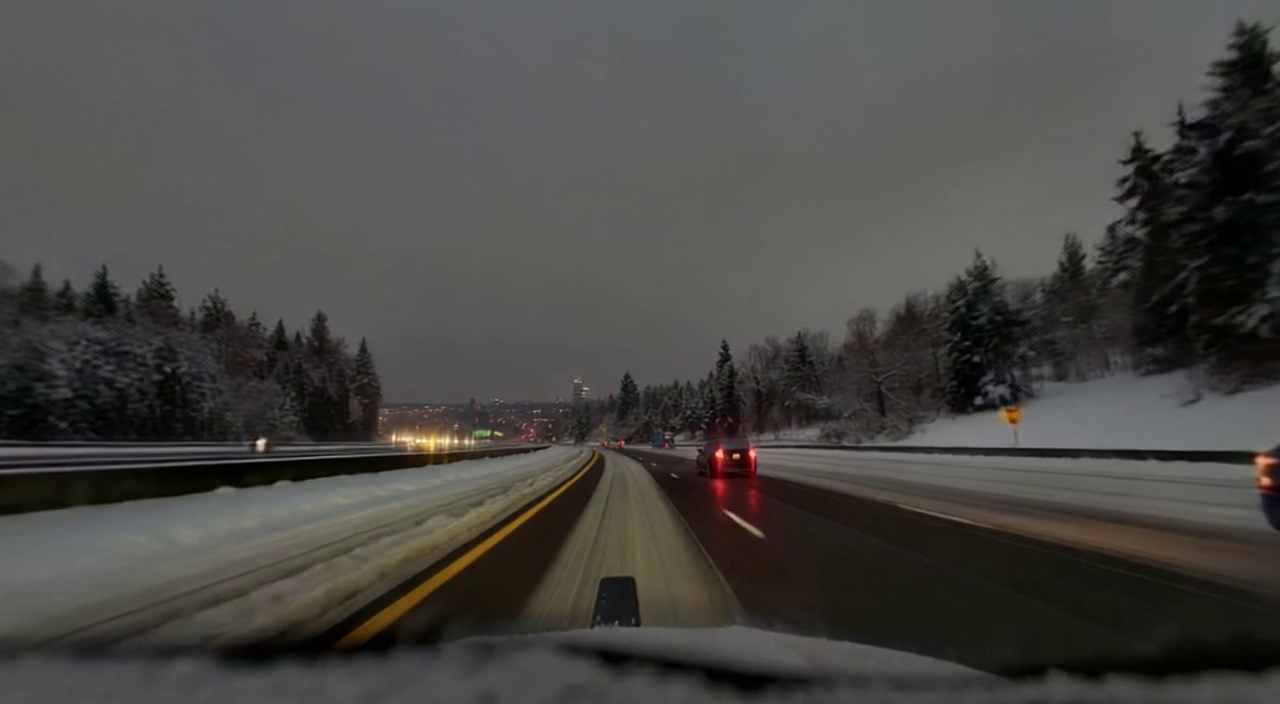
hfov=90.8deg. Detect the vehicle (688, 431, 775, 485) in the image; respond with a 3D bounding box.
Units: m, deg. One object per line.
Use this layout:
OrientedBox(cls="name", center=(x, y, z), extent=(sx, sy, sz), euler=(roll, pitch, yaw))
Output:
OrientedBox(cls="vehicle", center=(3.177, 3.806, 23.041), extent=(2.305, 1.729, 4.526), euler=(0, -8, -2))
